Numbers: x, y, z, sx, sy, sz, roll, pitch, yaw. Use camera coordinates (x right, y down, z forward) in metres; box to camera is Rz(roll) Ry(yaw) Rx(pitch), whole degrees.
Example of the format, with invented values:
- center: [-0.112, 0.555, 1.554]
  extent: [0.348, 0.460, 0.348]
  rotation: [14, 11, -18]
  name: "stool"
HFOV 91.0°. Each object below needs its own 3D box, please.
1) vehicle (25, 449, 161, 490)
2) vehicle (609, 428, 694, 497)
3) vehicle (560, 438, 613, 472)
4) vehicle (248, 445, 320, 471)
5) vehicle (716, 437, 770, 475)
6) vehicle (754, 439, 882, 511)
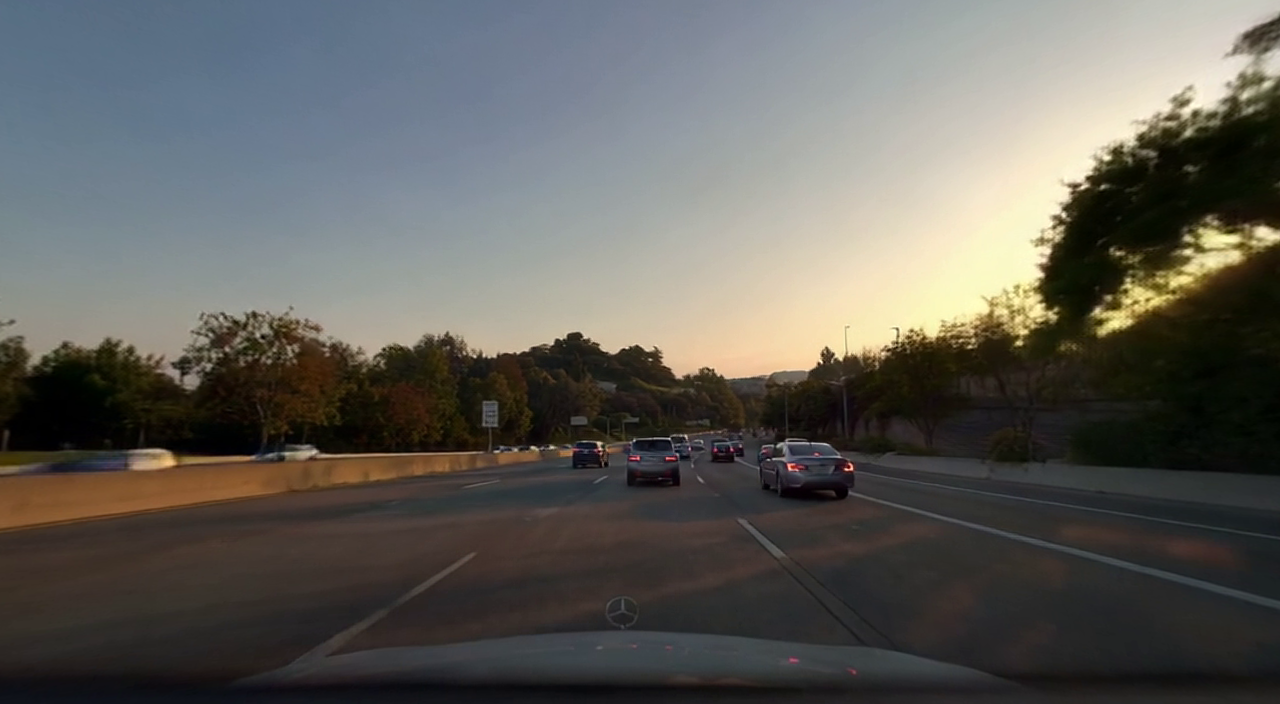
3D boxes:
- center: [-24.332, 5.199, 28.270]
  extent: [1.918, 1.639, 4.454]
  rotation: [0, -9, 3]
  name: "vehicle"
- center: [0.351, 3.143, 18.176]
  extent: [2.181, 1.728, 3.970]
  rotation: [0, -9, 2]
  name: "vehicle"
- center: [-2.751, 5.506, 33.785]
  extent: [2.128, 1.627, 4.697]
  rotation: [0, -9, 4]
  name: "vehicle"
- center: [-26.630, 7.920, 47.353]
  extent: [2.189, 1.783, 5.020]
  rotation: [0, -9, 4]
  name: "vehicle"
- center: [4.996, 5.137, 31.168]
  extent: [2.063, 1.710, 4.591]
  rotation: [0, -9, 3]
  name: "vehicle"
- center: [4.249, 2.993, 15.842]
  extent: [1.999, 1.514, 4.338]
  rotation: [0, -9, 1]
  name: "vehicle"
